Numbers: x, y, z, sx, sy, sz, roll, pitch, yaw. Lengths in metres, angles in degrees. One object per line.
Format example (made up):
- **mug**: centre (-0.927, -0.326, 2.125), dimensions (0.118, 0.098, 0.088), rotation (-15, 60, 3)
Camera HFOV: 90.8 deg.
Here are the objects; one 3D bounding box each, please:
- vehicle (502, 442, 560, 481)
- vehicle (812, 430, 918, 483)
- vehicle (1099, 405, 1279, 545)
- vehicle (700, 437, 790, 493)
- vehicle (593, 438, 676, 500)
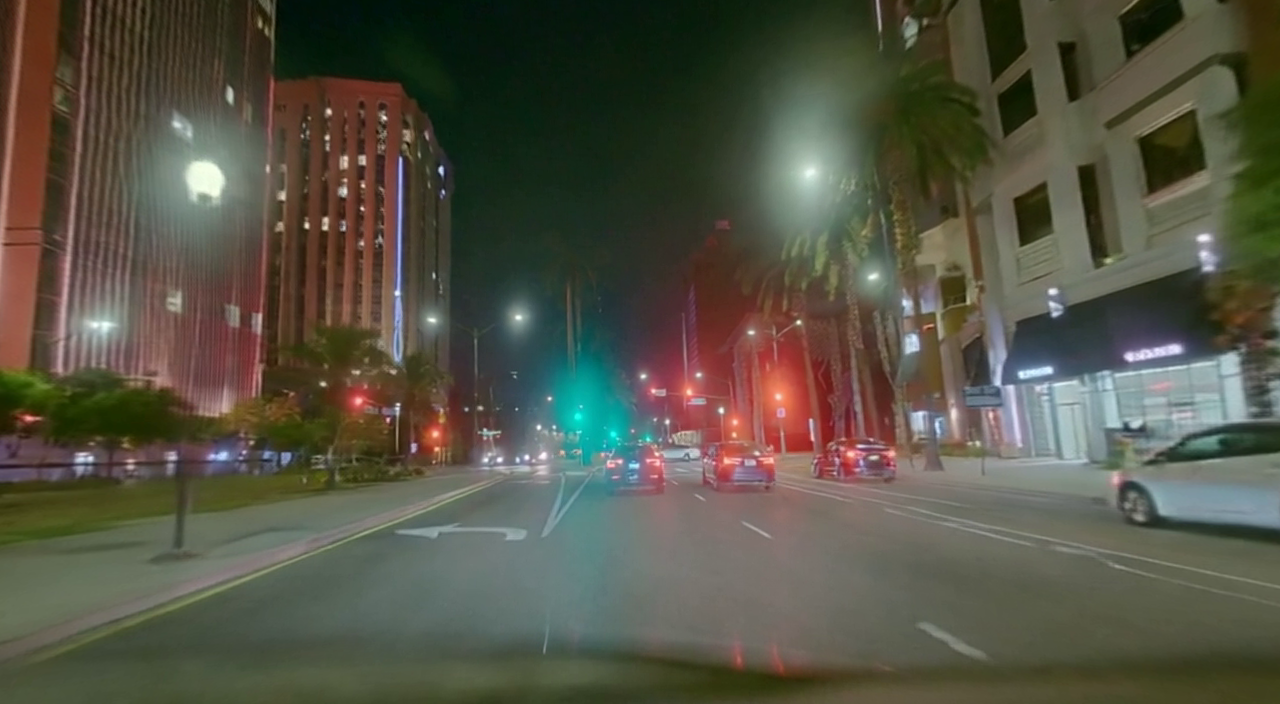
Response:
- **vehicle**: centre (-4.665, 4.743, 27.683), dimensions (1.977, 1.501, 4.435), rotation (0, -8, -3)
- **vehicle**: centre (7.884, 3.717, 22.693), dimensions (2.000, 1.685, 4.487), rotation (0, -8, -2)
- **vehicle**: centre (8.865, 1.613, 8.476), dimensions (1.946, 1.715, 4.365), rotation (0, -8, -3)
- **vehicle**: centre (3.047, 3.354, 19.117), dimensions (1.909, 1.500, 3.524), rotation (0, -8, -3)
- **vehicle**: centre (-0.197, 3.157, 17.417), dimensions (2.048, 1.503, 3.681), rotation (0, -8, -2)
